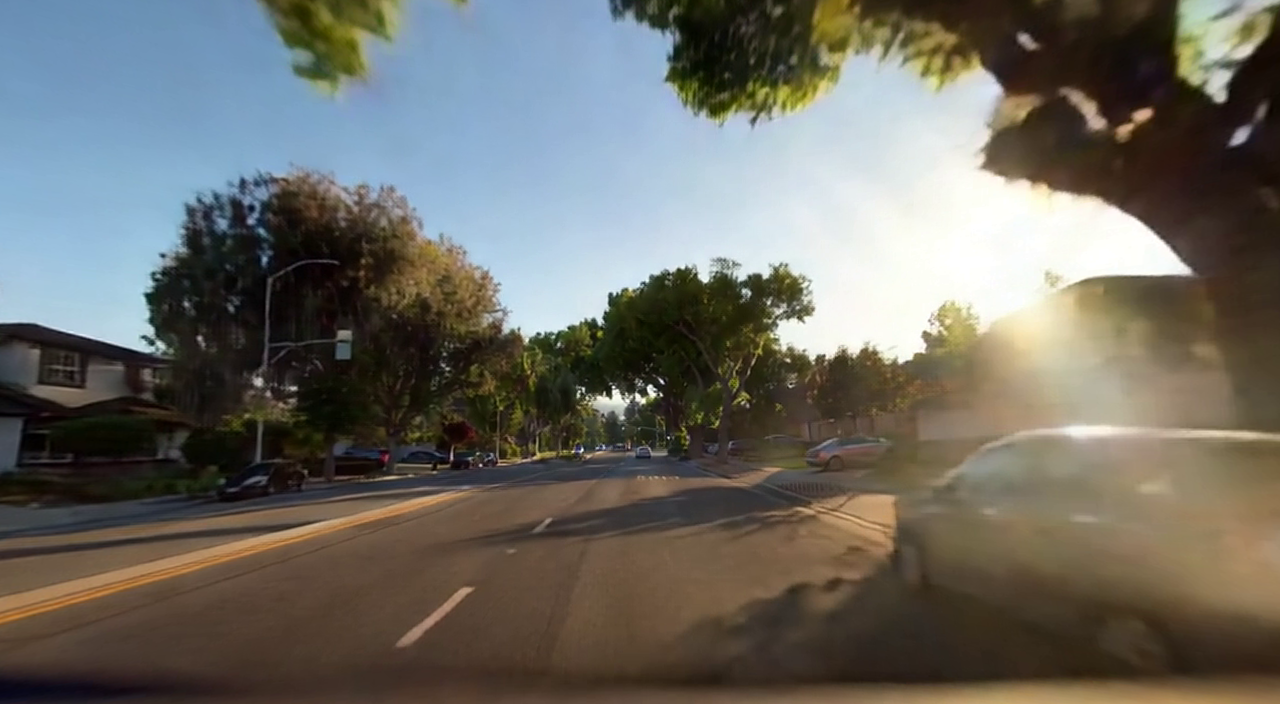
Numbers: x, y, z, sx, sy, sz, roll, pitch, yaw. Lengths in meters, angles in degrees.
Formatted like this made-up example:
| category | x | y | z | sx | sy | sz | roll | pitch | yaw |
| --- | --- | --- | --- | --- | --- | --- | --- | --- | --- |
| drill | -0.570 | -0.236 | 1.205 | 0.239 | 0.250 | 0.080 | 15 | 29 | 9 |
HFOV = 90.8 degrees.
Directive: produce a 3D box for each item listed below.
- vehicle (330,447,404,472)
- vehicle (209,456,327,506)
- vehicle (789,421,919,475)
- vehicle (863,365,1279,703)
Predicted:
| category | x | y | z | sx | sy | sz | roll | pitch | yaw |
| --- | --- | --- | --- | --- | --- | --- | --- | --- | --- |
| vehicle | -21.043 | 8.327 | 48.879 | 4.756 | 1.869 | 2.042 | -1 | -9 | 5 |
| vehicle | -13.971 | 4.822 | 24.093 | 1.876 | 1.495 | 4.647 | -4 | -9 | -2 |
| vehicle | 9.281 | 4.199 | 27.678 | 4.790 | 1.681 | 2.029 | -7 | -8 | -5 |
| vehicle | 3.424 | 1.192 | 4.338 | 2.078 | 1.679 | 4.562 | 0 | -9 | 0 |
